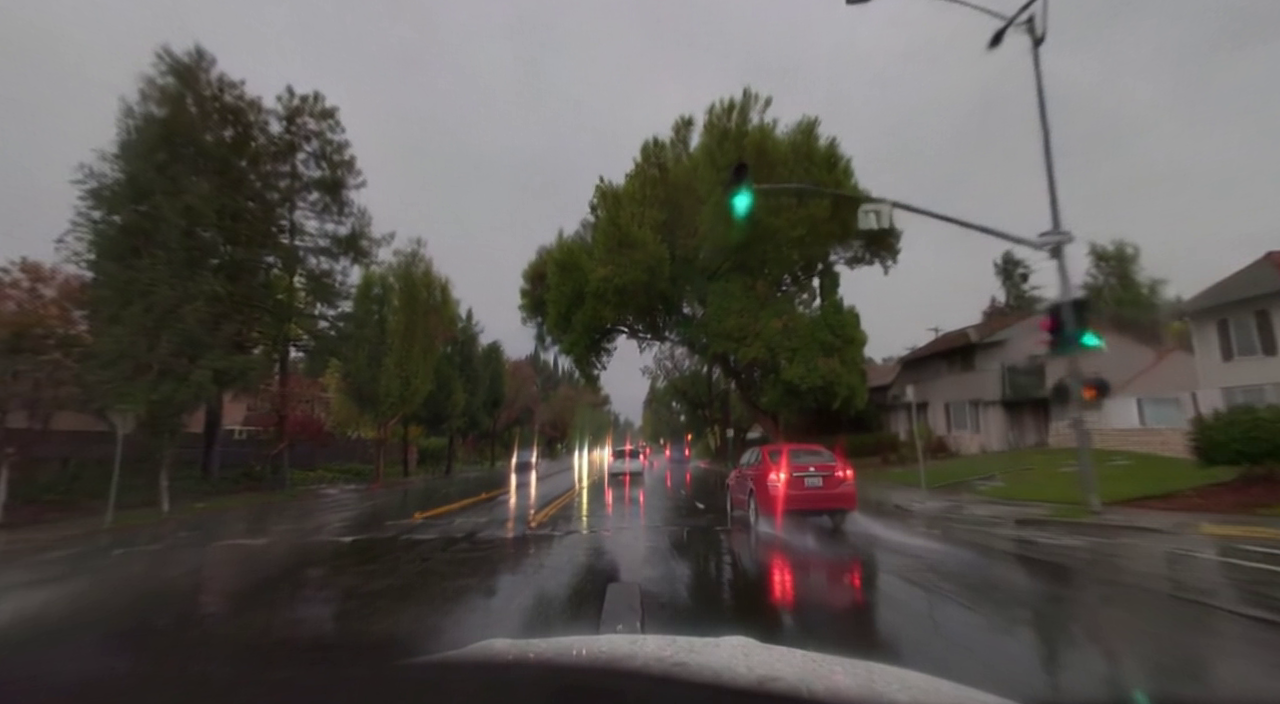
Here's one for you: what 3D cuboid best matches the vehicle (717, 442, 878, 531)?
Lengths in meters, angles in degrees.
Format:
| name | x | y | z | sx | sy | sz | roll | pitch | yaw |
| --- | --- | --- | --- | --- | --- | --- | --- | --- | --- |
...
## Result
| name | x | y | z | sx | sy | sz | roll | pitch | yaw |
| --- | --- | --- | --- | --- | --- | --- | --- | --- | --- |
| vehicle | 2.882 | 2.564 | 12.683 | 1.973 | 1.447 | 4.402 | 0 | -9 | -2 |

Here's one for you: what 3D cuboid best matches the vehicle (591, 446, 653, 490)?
| name | x | y | z | sx | sy | sz | roll | pitch | yaw |
| --- | --- | --- | --- | --- | --- | --- | --- | --- | --- |
| vehicle | -0.655 | 4.262 | 23.629 | 2.114 | 1.483 | 4.207 | 0 | -8 | -2 |

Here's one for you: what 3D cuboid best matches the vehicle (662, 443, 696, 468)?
| name | x | y | z | sx | sy | sz | roll | pitch | yaw |
| --- | --- | --- | --- | --- | --- | --- | --- | --- | --- |
| vehicle | 3.014 | 8.087 | 49.470 | 2.187 | 1.847 | 4.553 | 1 | -9 | -2 |
